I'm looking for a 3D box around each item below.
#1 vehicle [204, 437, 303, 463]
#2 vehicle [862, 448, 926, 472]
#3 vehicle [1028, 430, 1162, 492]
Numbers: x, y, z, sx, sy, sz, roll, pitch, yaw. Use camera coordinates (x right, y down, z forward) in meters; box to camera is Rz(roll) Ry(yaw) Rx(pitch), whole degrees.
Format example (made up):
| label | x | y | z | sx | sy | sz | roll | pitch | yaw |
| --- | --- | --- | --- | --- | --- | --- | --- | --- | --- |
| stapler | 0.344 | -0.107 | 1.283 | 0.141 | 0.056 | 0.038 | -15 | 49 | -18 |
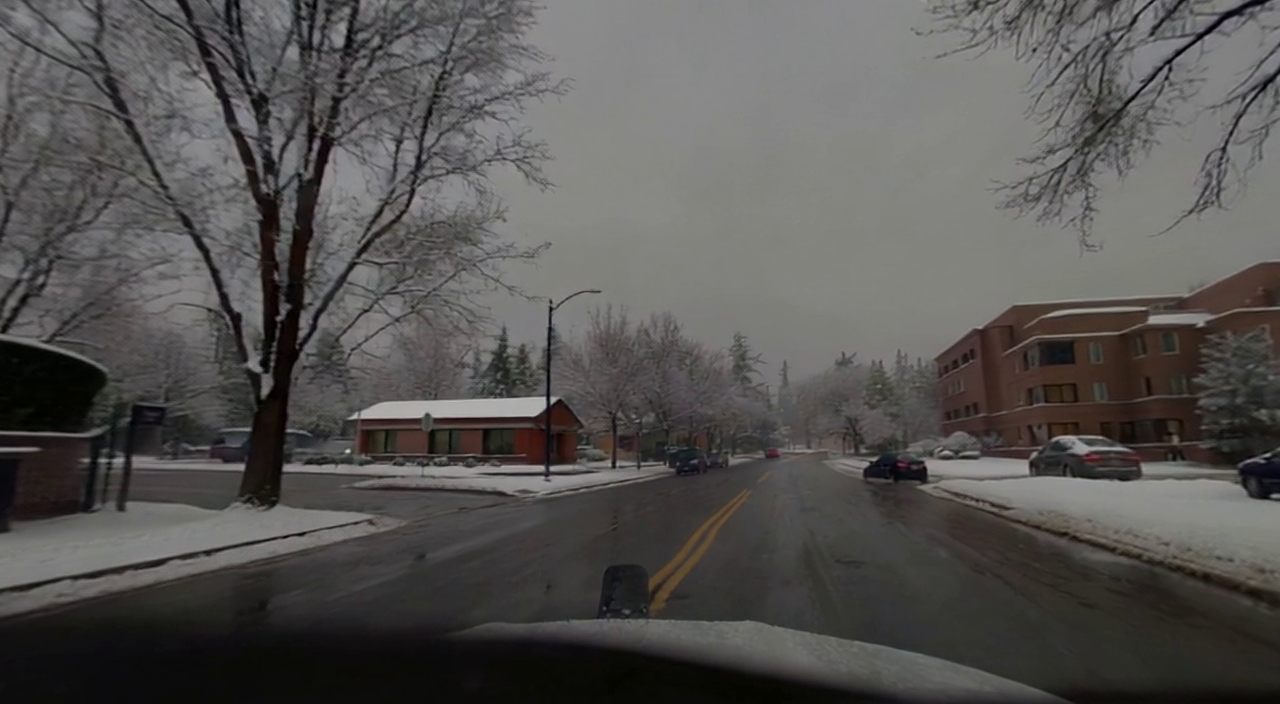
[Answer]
| label | x | y | z | sx | sy | sz | roll | pitch | yaw |
| --- | --- | --- | --- | --- | --- | --- | --- | --- | --- |
| vehicle | -24.499 | 6.223 | 40.133 | 4.814 | 1.609 | 2.197 | 1 | -9 | -4 |
| vehicle | 19.273 | 8.196 | 48.026 | 4.277 | 1.740 | 2.097 | -2 | -9 | 16 |
| vehicle | 15.067 | 3.612 | 21.233 | 2.018 | 1.840 | 4.662 | -2 | -9 | 15 |
